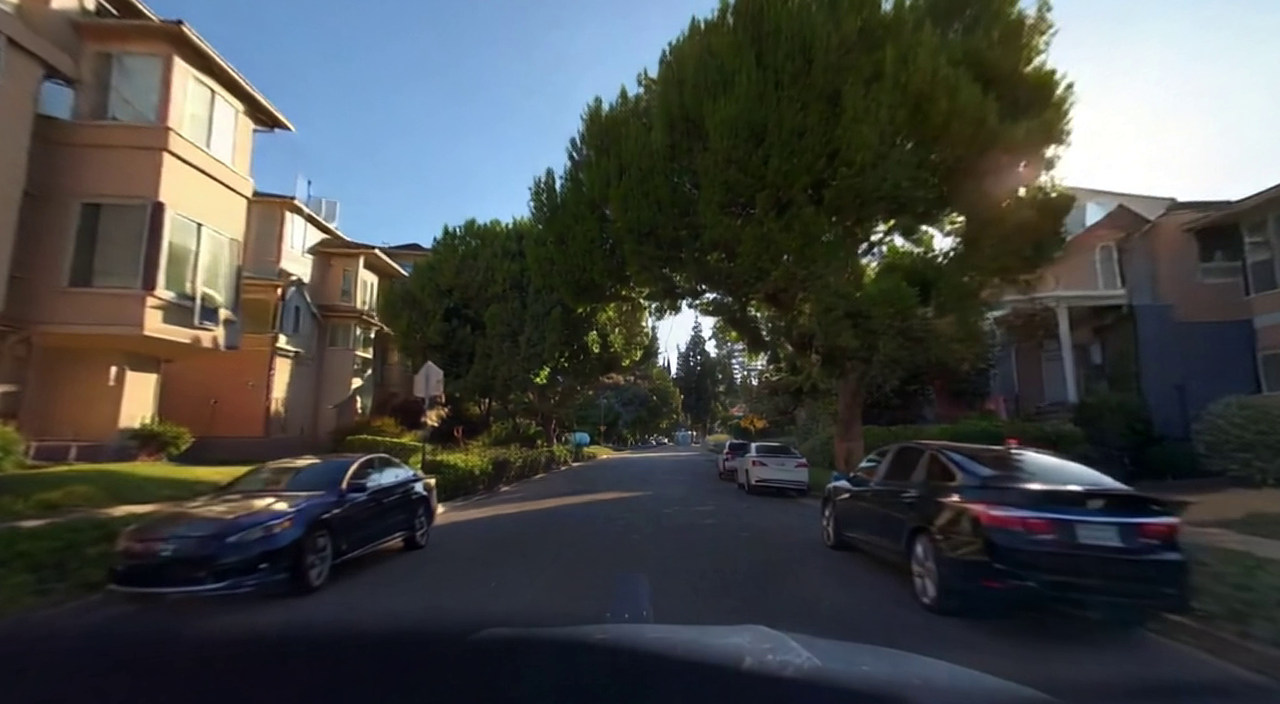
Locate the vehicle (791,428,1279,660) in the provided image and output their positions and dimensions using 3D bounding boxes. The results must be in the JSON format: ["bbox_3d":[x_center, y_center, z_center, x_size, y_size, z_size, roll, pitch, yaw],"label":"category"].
[{"bbox_3d":[3.256,1.610,6.709,2.000,1.456,5.251,0,-8,0],"label":"vehicle"}]

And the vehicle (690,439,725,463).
[{"bbox_3d":[4.501,6.705,42.719,2.102,1.504,4.471,0,-8,3],"label":"vehicle"}]

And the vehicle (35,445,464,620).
[{"bbox_3d":[-3.677,1.721,7.056,1.995,1.330,4.080,-1,-8,4],"label":"vehicle"}]
